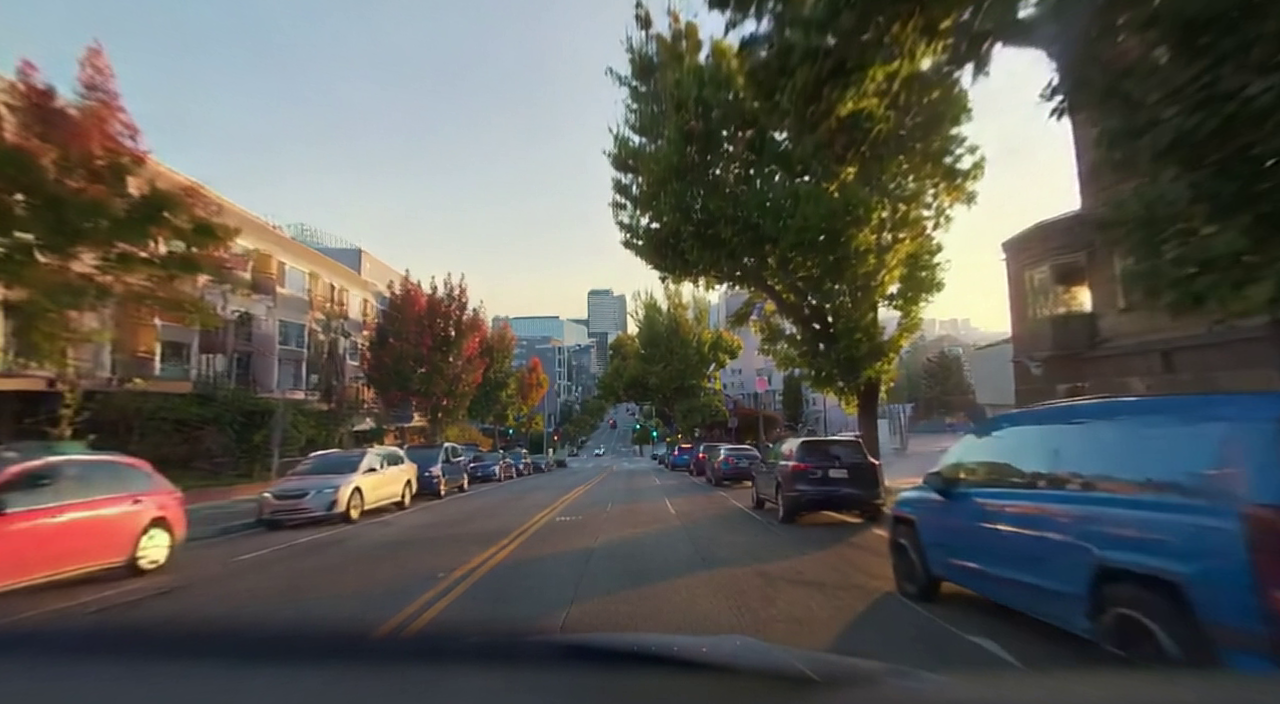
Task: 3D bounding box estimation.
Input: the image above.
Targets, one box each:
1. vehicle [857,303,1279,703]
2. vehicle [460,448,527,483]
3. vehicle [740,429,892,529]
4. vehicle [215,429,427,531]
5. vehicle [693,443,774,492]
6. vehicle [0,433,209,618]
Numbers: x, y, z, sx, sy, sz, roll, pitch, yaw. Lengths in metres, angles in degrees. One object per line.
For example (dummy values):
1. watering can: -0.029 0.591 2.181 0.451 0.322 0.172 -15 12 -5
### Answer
1. vehicle: 3.289 0.981 3.837 2.118 1.793 4.885 0 -9 -1
2. vehicle: -6.702 5.223 29.398 1.913 1.479 4.714 0 -9 1
3. vehicle: 3.307 2.465 12.777 1.828 1.664 4.035 0 -9 -1
4. vehicle: -6.699 2.726 14.083 2.224 1.849 4.772 0 -9 0
5. vehicle: 3.062 3.909 21.761 1.908 1.461 4.873 0 -9 -2
6. vehicle: -6.770 1.674 6.352 1.938 1.654 4.130 0 -9 0
